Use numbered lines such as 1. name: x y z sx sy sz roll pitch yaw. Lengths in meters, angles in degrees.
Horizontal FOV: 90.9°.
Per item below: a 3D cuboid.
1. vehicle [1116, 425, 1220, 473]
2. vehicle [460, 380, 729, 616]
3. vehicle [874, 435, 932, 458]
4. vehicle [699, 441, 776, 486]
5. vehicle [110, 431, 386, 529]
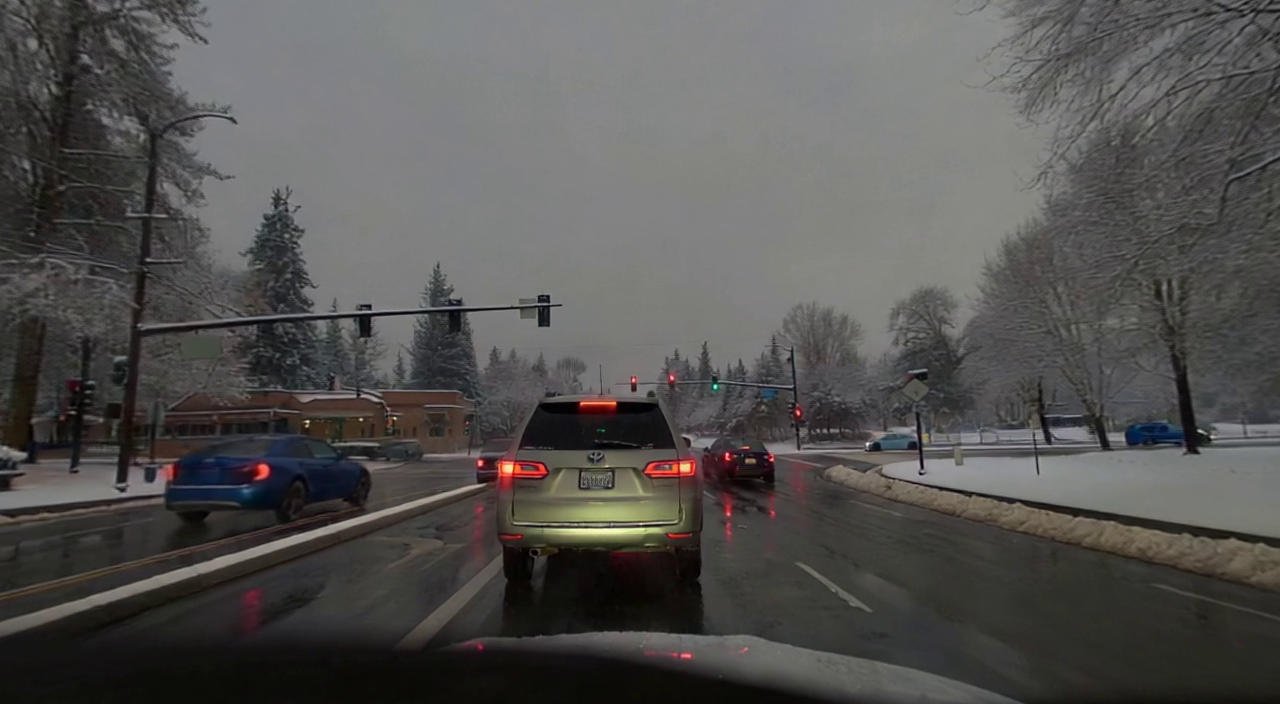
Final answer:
1. vehicle: 19.243 3.512 22.929 4.215 1.578 1.892 7 -11 -37
2. vehicle: -0.345 1.440 7.096 2.064 1.817 4.298 0 -8 0
3. vehicle: 20.003 7.201 47.919 4.361 1.653 2.034 6 -10 -35
4. vehicle: 3.337 3.898 22.383 2.104 1.441 4.240 0 -8 1
5. vehicle: -6.975 2.320 12.103 2.060 1.473 4.950 0 -8 1
